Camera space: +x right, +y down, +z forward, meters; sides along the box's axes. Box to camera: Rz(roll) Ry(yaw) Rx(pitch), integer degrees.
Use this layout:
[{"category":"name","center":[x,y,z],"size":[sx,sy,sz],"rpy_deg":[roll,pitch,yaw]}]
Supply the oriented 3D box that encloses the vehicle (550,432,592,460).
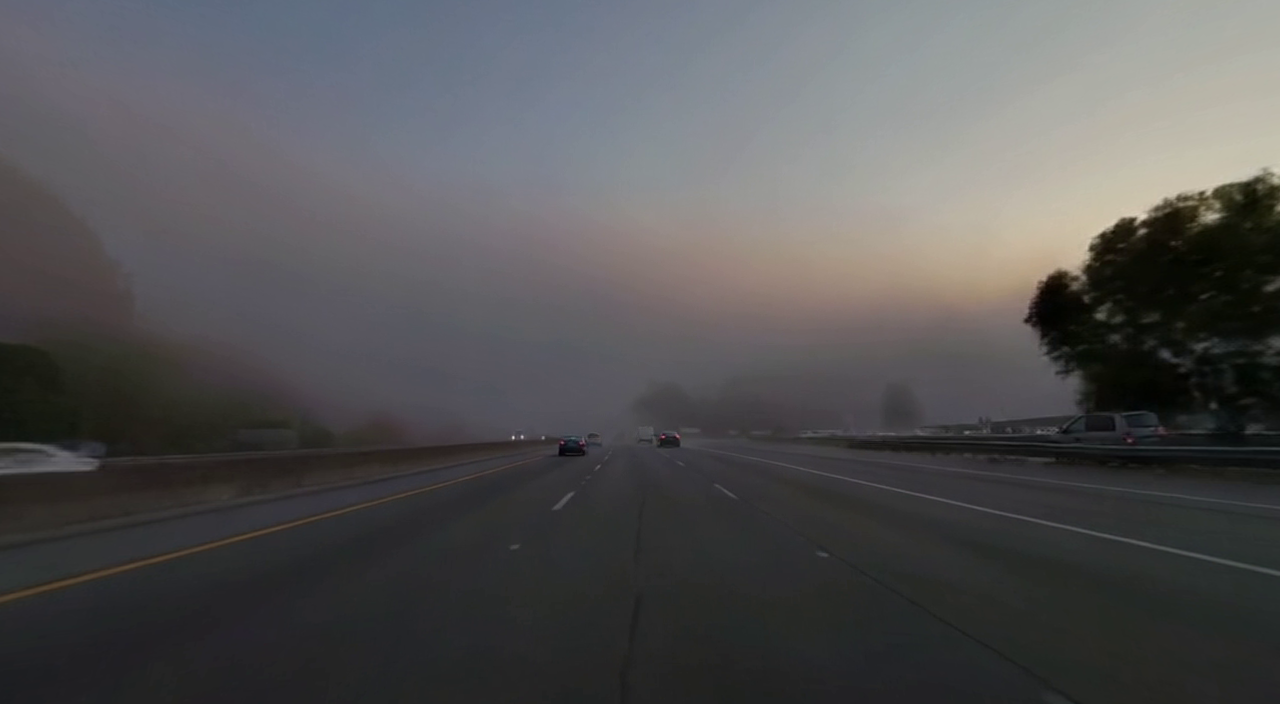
[{"category":"vehicle","center":[-3.922,5.427,36.583],"size":[2.014,1.471,4.380],"rpy_deg":[0,-8,-1]}]

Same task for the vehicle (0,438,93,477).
[{"category":"vehicle","center":[-40.310,6.917,41.828],"size":[2.170,2.315,6.584],"rpy_deg":[0,-8,-1]}]

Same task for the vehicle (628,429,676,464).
[{"category":"vehicle","center":[0.499,4.557,30.571],"size":[2.086,1.554,3.875],"rpy_deg":[0,-8,-2]}]

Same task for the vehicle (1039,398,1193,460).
[{"category":"vehicle","center":[21.439,3.574,28.905],"size":[2.232,2.540,6.015],"rpy_deg":[0,-8,-1]}]
